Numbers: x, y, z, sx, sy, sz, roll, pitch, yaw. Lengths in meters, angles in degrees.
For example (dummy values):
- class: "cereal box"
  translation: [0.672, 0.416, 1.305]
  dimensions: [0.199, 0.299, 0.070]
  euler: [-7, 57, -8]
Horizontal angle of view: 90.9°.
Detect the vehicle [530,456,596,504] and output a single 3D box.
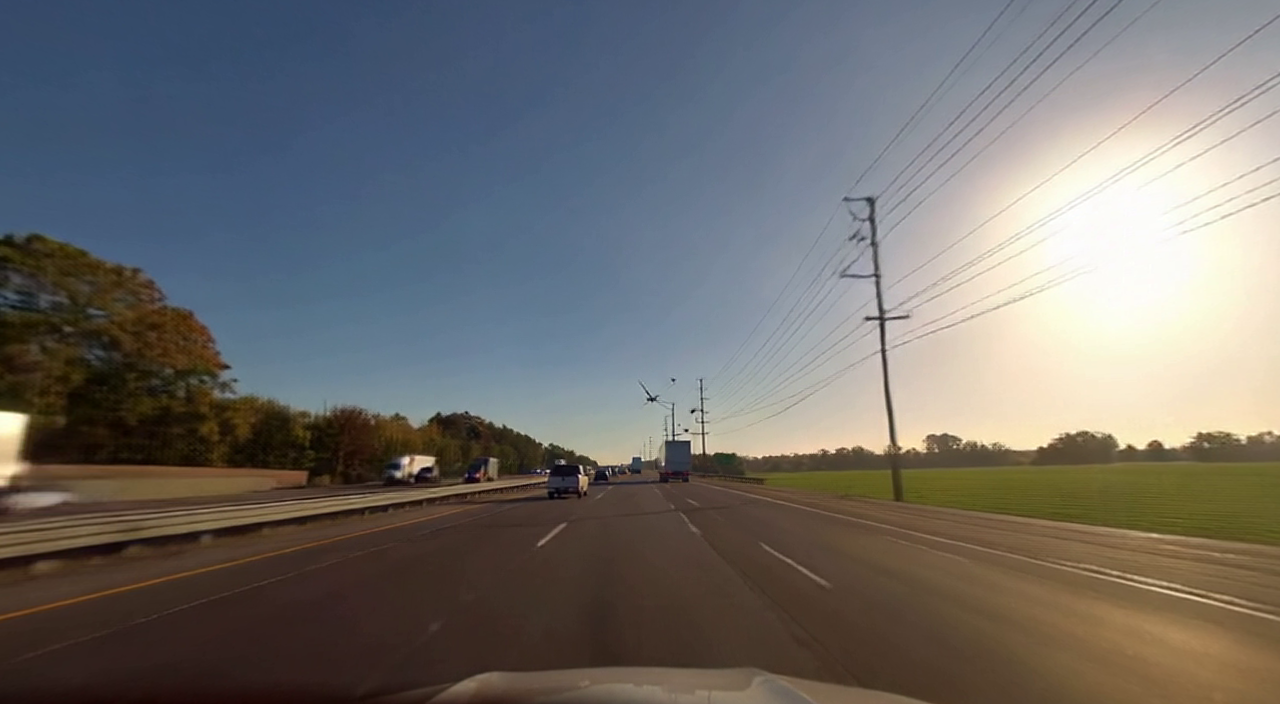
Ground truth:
- class: "vehicle"
  translation: [-2.991, 5.116, 25.354]
  dimensions: [2.065, 1.722, 4.441]
  euler: [1, -11, 0]
